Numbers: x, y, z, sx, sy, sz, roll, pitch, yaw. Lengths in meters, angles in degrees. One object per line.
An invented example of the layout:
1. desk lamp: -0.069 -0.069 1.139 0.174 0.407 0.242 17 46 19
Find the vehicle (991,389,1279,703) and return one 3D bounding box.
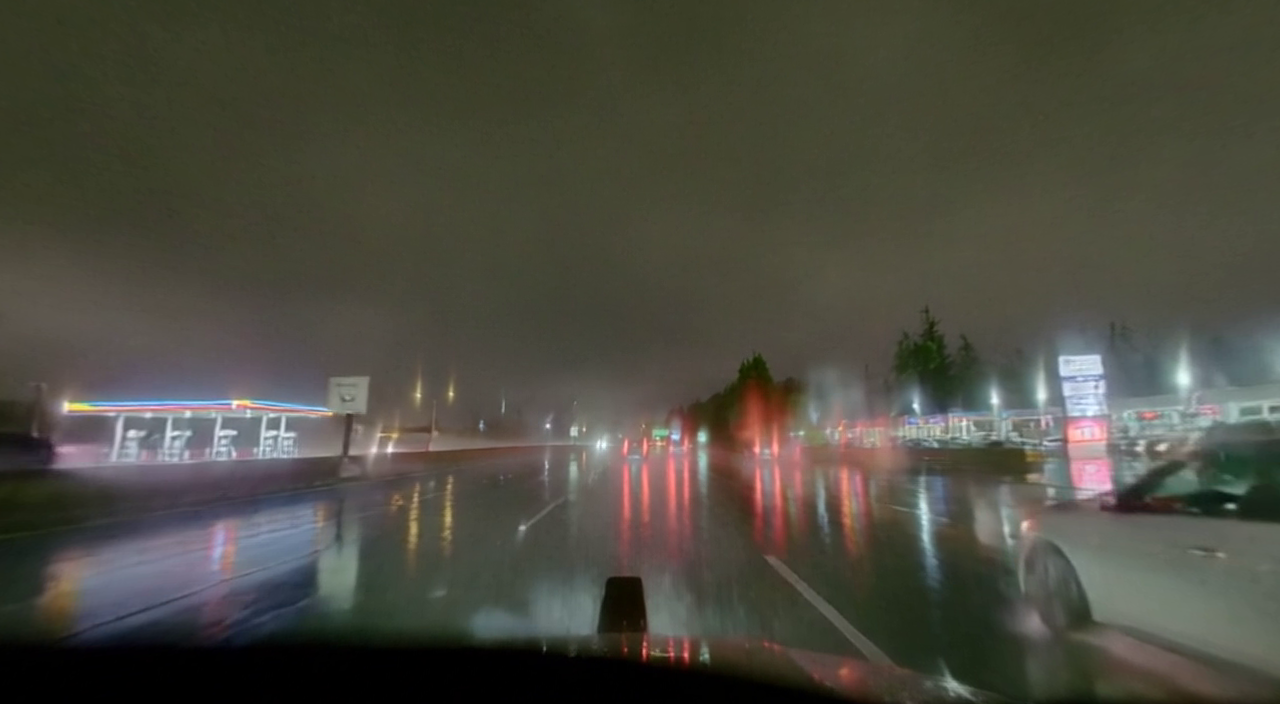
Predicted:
1. vehicle: 3.539 0.833 2.032 2.172 1.490 4.668 0 -8 1

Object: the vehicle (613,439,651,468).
1. vehicle: -0.448 5.592 34.925 1.999 1.473 4.351 0 -8 -1

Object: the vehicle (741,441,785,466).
1. vehicle: 7.639 6.317 39.574 1.867 1.463 4.295 0 -8 -1
